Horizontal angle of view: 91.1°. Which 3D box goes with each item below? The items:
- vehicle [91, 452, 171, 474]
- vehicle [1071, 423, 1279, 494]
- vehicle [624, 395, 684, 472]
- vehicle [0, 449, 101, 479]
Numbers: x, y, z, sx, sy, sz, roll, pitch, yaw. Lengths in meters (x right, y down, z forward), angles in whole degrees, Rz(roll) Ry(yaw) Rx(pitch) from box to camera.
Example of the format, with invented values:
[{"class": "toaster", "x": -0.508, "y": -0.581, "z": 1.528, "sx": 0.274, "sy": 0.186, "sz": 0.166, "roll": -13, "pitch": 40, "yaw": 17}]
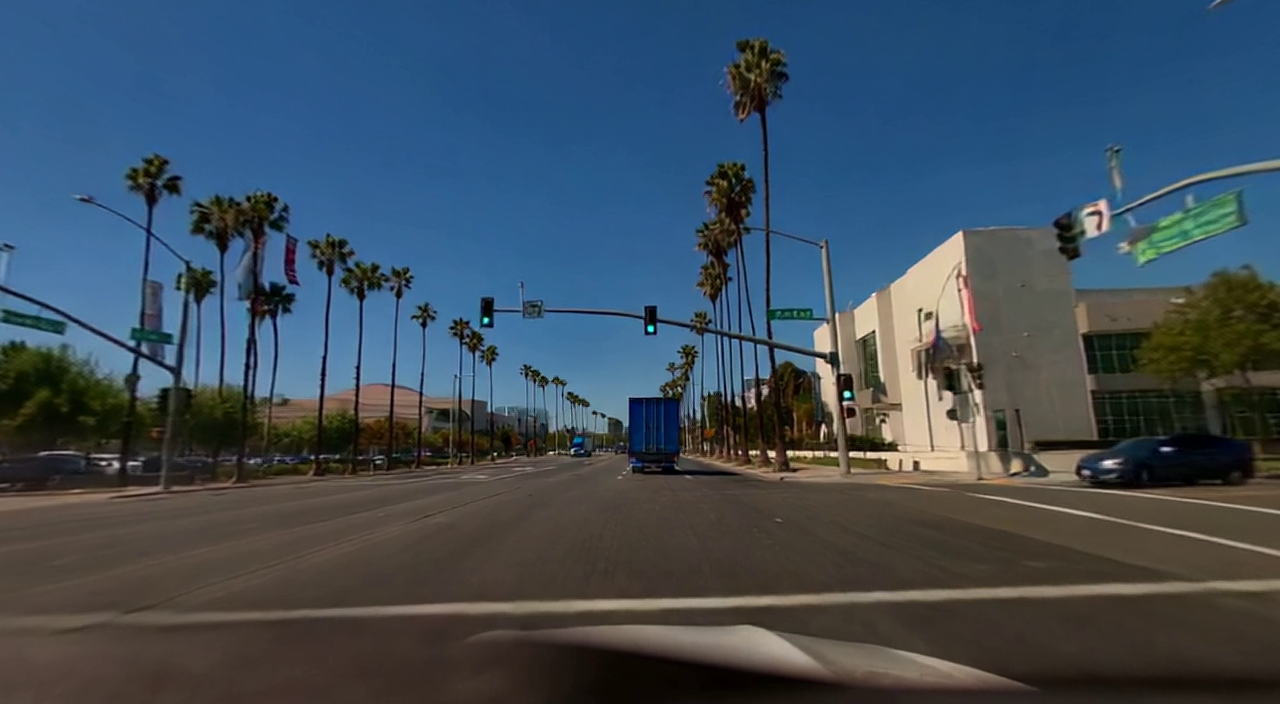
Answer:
[{"class": "vehicle", "x": -36.312, "y": 7.898, "z": 44.839, "sx": 4.069, "sy": 1.505, "sz": 1.980, "roll": 0, "pitch": -9, "yaw": 3}, {"class": "vehicle", "x": 13.632, "y": 2.621, "z": 15.608, "sx": 4.270, "sy": 1.520, "sz": 1.931, "roll": -2, "pitch": -9, "yaw": 2}, {"class": "vehicle", "x": 0.548, "y": 5.115, "z": 38.475, "sx": 2.992, "sy": 3.949, "sz": 11.815, "roll": 0, "pitch": -9, "yaw": -2}, {"class": "vehicle", "x": -36.855, "y": 6.936, "z": 39.000, "sx": 4.812, "sy": 1.727, "sz": 2.027, "roll": 0, "pitch": -9, "yaw": 1}]
